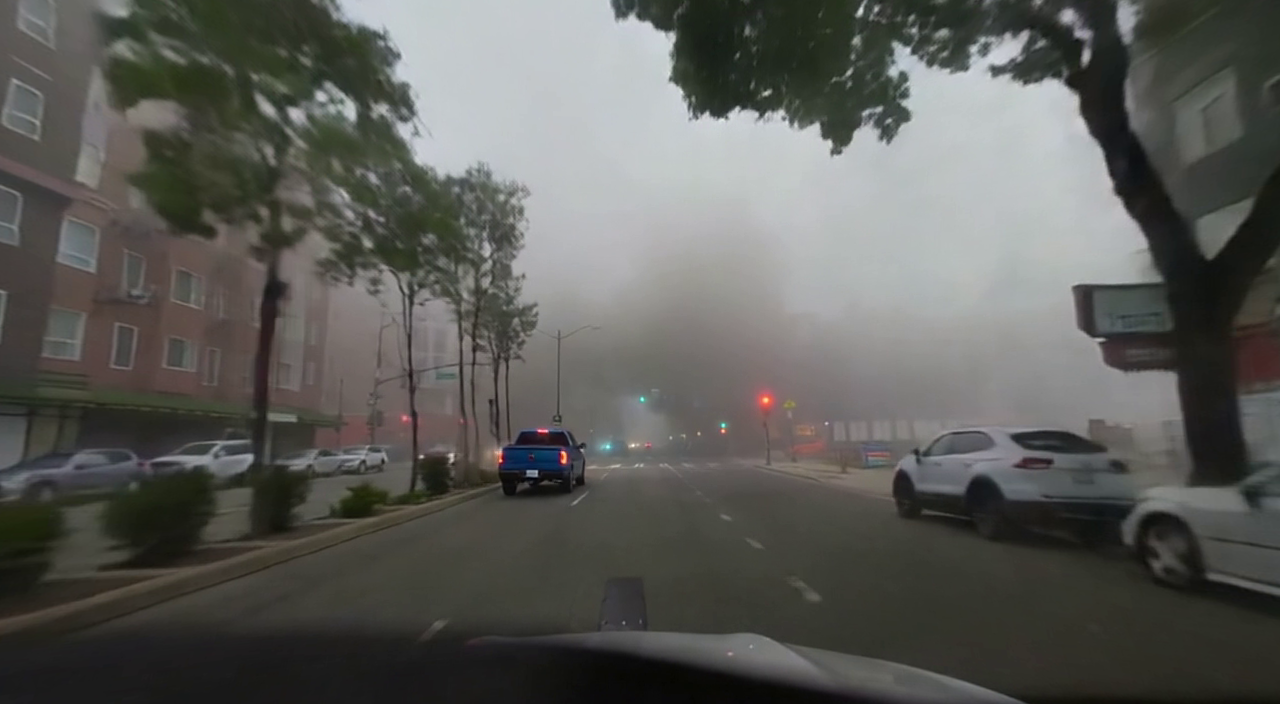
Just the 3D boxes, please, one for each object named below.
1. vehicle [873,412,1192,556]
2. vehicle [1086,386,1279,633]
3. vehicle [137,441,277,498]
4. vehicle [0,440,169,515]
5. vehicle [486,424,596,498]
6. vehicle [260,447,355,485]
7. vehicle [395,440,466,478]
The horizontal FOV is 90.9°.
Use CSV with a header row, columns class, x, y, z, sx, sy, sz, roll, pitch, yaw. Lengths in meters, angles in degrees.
class,x,y,z,sx,sy,sz,roll,pitch,yaw
vehicle,5.875,2.041,10.470,2.137,1.795,4.854,0,-9,0
vehicle,5.819,1.112,4.286,2.043,1.841,4.842,0,-9,1
vehicle,-15.973,4.309,23.657,1.948,1.827,4.730,-2,-8,0
vehicle,-16.170,3.463,17.905,1.928,1.824,4.664,0,-9,0
vehicle,-2.613,3.078,18.131,2.197,1.786,5.365,0,-9,1
vehicle,-16.014,5.489,30.697,2.100,1.596,4.739,-2,-9,0
vehicle,-9.932,5.095,30.235,1.894,1.636,4.057,0,-9,1
